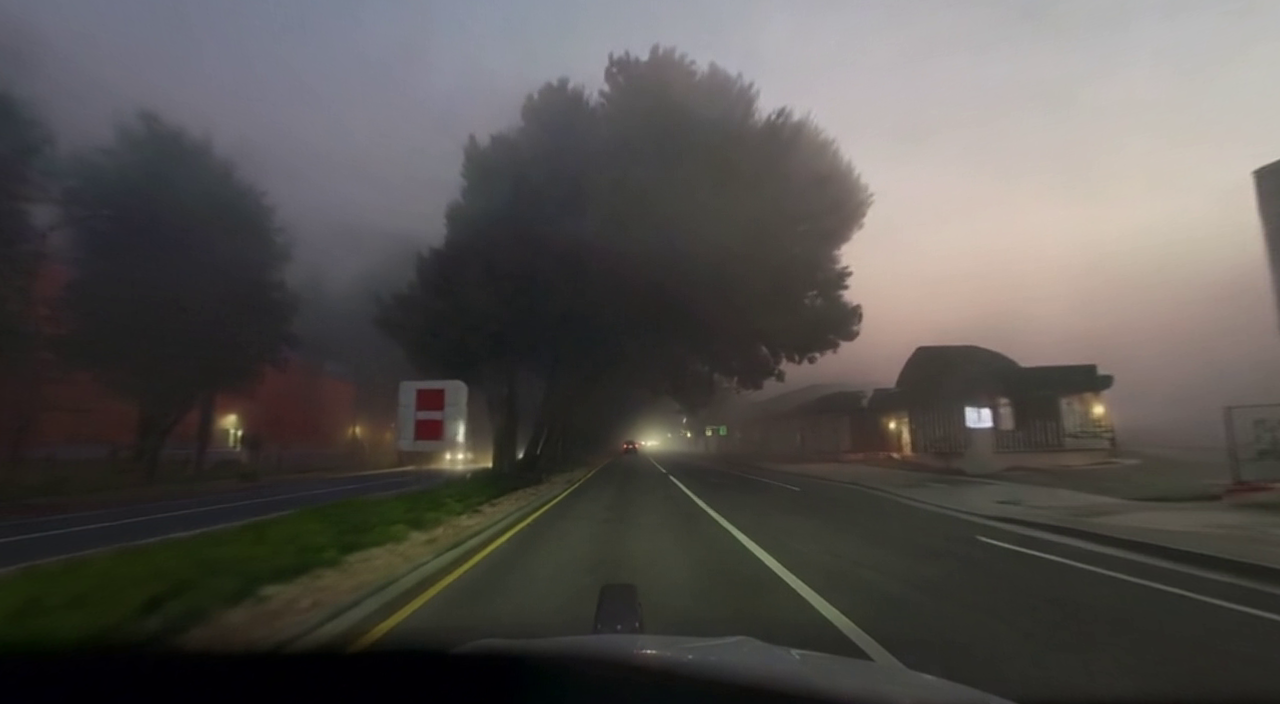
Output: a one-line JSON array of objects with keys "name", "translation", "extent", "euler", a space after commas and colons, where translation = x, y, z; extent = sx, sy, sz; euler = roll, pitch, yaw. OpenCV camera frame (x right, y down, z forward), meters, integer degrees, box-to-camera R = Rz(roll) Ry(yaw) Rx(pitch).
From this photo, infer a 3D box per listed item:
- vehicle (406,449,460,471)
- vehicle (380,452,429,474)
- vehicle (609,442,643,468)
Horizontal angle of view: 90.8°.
[{"name": "vehicle", "translation": [-16.040, 8.375, 49.182], "extent": [2.098, 1.524, 5.102], "euler": [-1, -9, 5]}, {"name": "vehicle", "translation": [-16.233, 7.643, 43.744], "extent": [1.792, 1.413, 4.452], "euler": [0, -9, -2]}, {"name": "vehicle", "translation": [-0.890, 6.417, 39.607], "extent": [2.045, 1.510, 3.690], "euler": [0, -9, -2]}]
